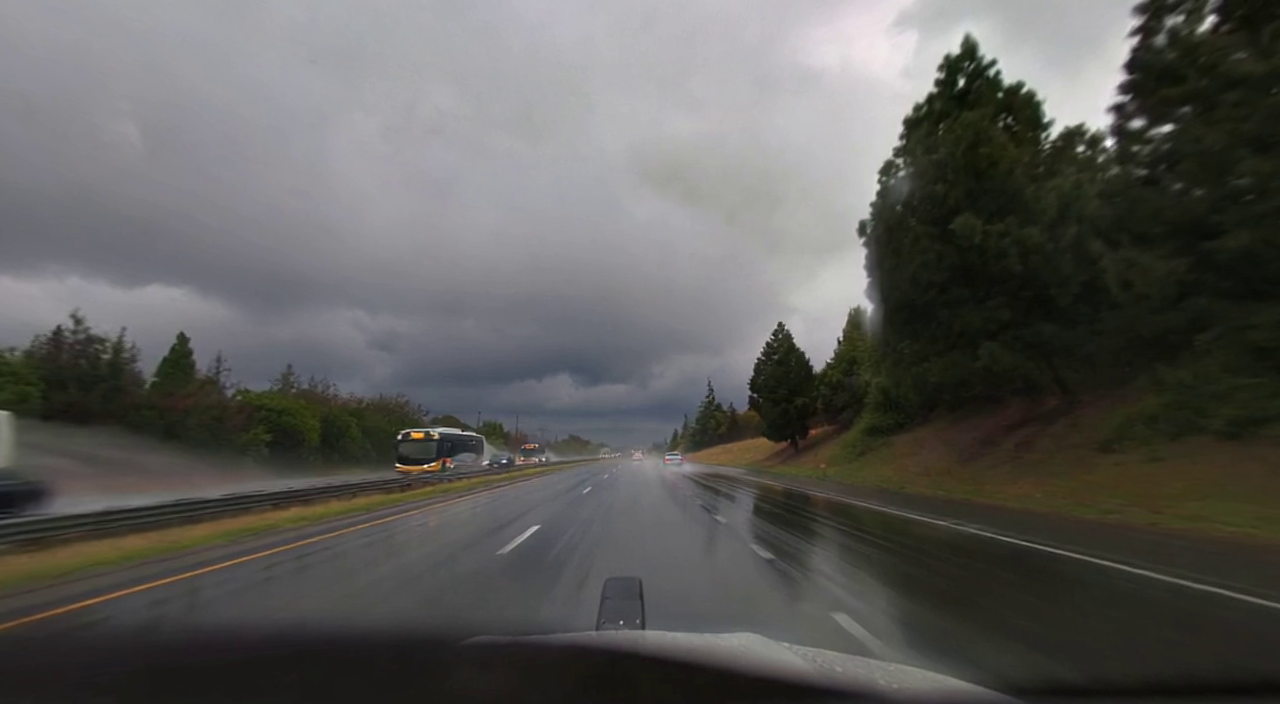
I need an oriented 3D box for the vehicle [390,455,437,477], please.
[{"bbox_3d":[-15.903,8.008,44.435,1.874,1.404,3.723,0,-9,1],"label":"vehicle"}]
